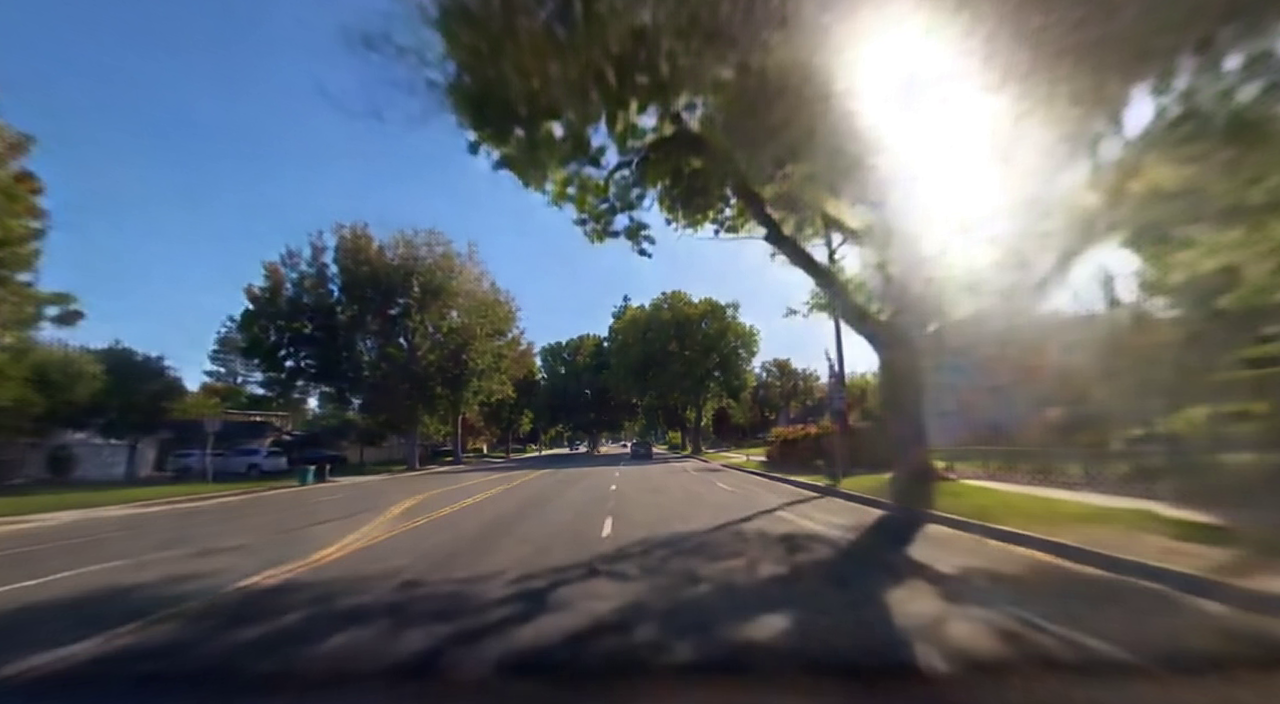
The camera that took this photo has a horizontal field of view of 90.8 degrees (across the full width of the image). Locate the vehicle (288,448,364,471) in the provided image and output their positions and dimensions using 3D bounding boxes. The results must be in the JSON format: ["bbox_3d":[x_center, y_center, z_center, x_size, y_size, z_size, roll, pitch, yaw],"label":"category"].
[{"bbox_3d":[-22.252,7.624,44.883,4.363,1.503,1.859,0,-8,-3],"label":"vehicle"}]

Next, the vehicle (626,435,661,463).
[{"bbox_3d":[0.159,6.618,43.187,2.215,1.799,4.426,0,-8,-2],"label":"vehicle"}]

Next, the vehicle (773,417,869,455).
[{"bbox_3d":[11.863,5.542,41.620,5.577,2.450,2.199,0,-8,-3],"label":"vehicle"}]

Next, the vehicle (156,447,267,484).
[{"bbox_3d":[-21.386,5.651,31.645,4.206,1.721,1.807,0,-8,0],"label":"vehicle"}]
